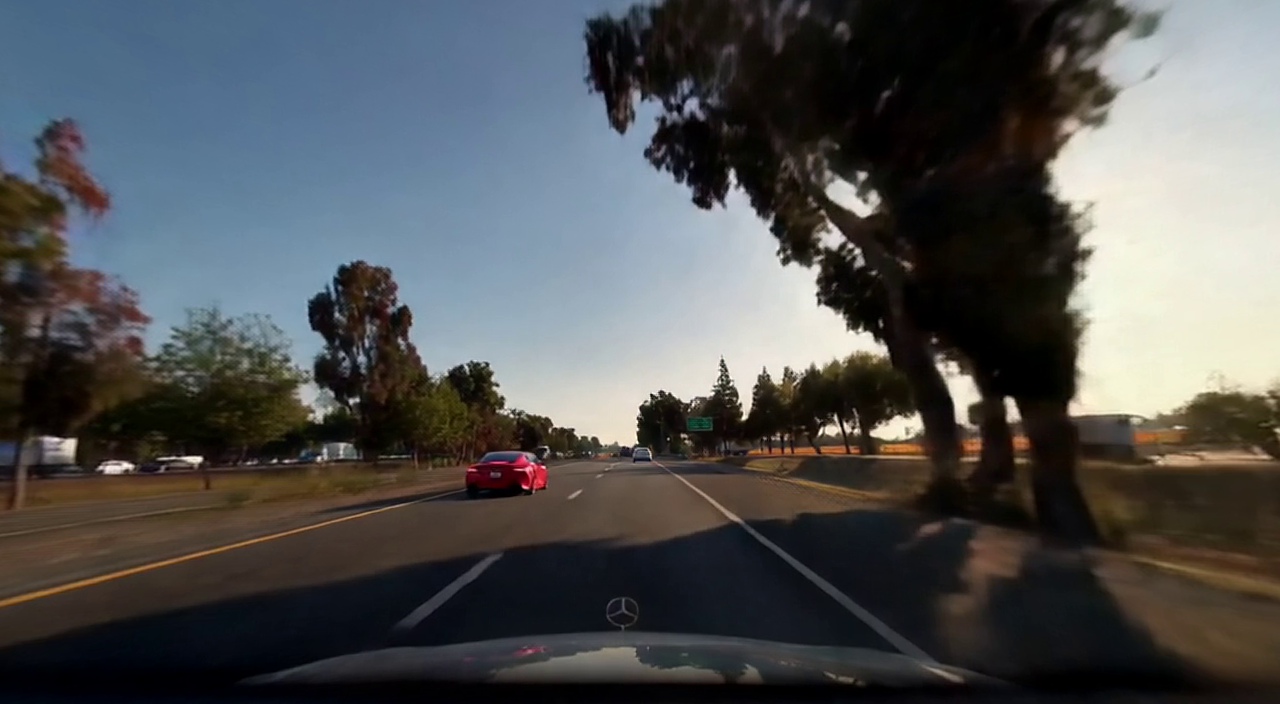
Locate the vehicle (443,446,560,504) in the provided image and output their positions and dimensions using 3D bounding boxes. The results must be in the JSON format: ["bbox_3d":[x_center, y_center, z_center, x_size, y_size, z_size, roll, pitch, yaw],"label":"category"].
[{"bbox_3d":[-3.781,3.450,18.219,2.170,1.451,4.584,0,-9,2],"label":"vehicle"}]

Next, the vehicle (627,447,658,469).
[{"bbox_3d":[0.164,7.514,44.966,2.079,1.450,3.942,0,-9,0],"label":"vehicle"}]
